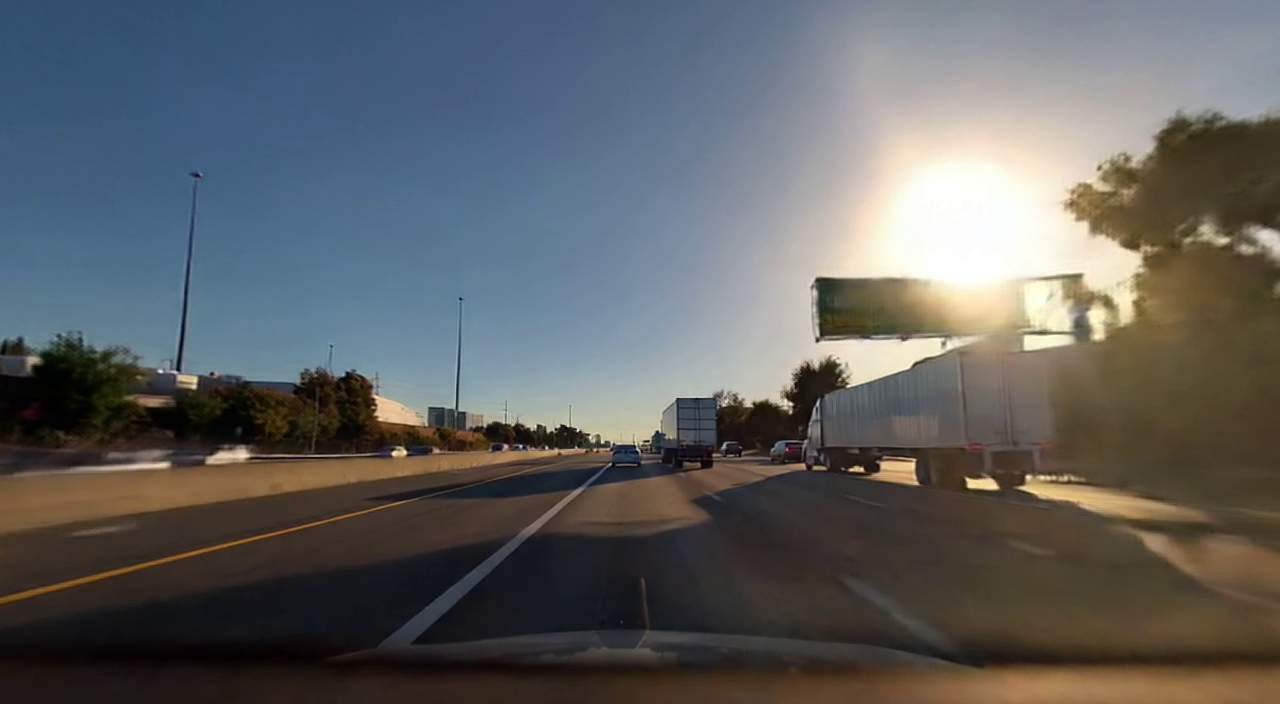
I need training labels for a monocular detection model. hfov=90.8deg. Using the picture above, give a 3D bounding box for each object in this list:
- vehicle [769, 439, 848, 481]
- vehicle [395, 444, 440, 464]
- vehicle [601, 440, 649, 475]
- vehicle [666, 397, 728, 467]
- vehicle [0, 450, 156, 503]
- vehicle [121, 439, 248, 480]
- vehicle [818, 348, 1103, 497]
[{"bbox_3d":[7.169,4.620,27.348,2.154,1.658,4.347,0,-9,-1],"label":"vehicle"},{"bbox_3d":[-16.830,7.755,48.057,1.781,1.477,4.274,0,-9,1],"label":"vehicle"},{"bbox_3d":[-0.667,5.072,30.583,2.163,1.551,4.180,0,-9,0],"label":"vehicle"},{"bbox_3d":[3.590,5.542,42.718,2.999,4.127,10.526,0,-9,-1],"label":"vehicle"},{"bbox_3d":[-16.615,3.519,18.379,1.429,1.331,4.546,0,-9,0],"label":"vehicle"},{"bbox_3d":[-20.327,4.821,28.562,1.991,1.643,5.048,0,-9,0],"label":"vehicle"},{"bbox_3d":[11.348,3.252,26.298,2.898,4.171,17.188,0,-9,0],"label":"vehicle"}]
